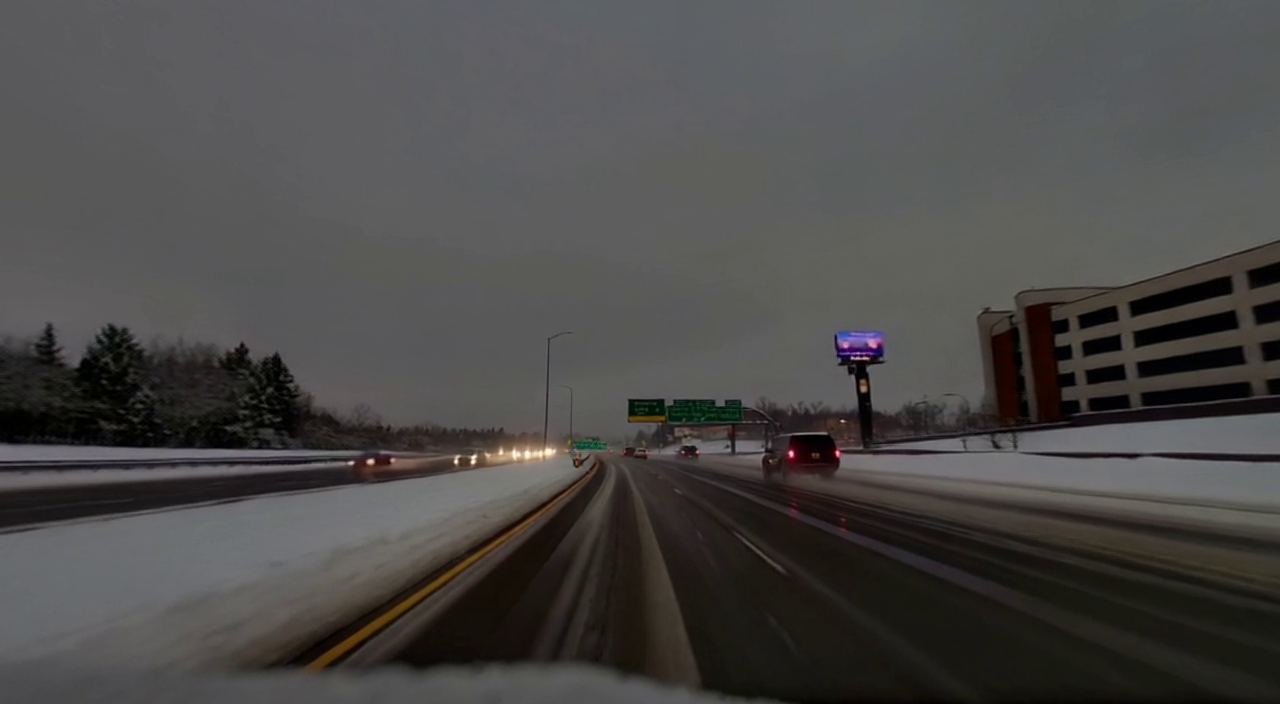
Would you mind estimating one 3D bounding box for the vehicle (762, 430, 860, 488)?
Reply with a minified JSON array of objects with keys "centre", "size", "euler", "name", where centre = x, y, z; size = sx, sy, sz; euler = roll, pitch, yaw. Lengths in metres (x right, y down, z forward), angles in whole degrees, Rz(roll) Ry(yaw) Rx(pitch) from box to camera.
[{"centre":[6.282,4.011,23.945],"size":[2.181,1.952,4.973],"euler":[0,-9,-2],"name":"vehicle"}]
